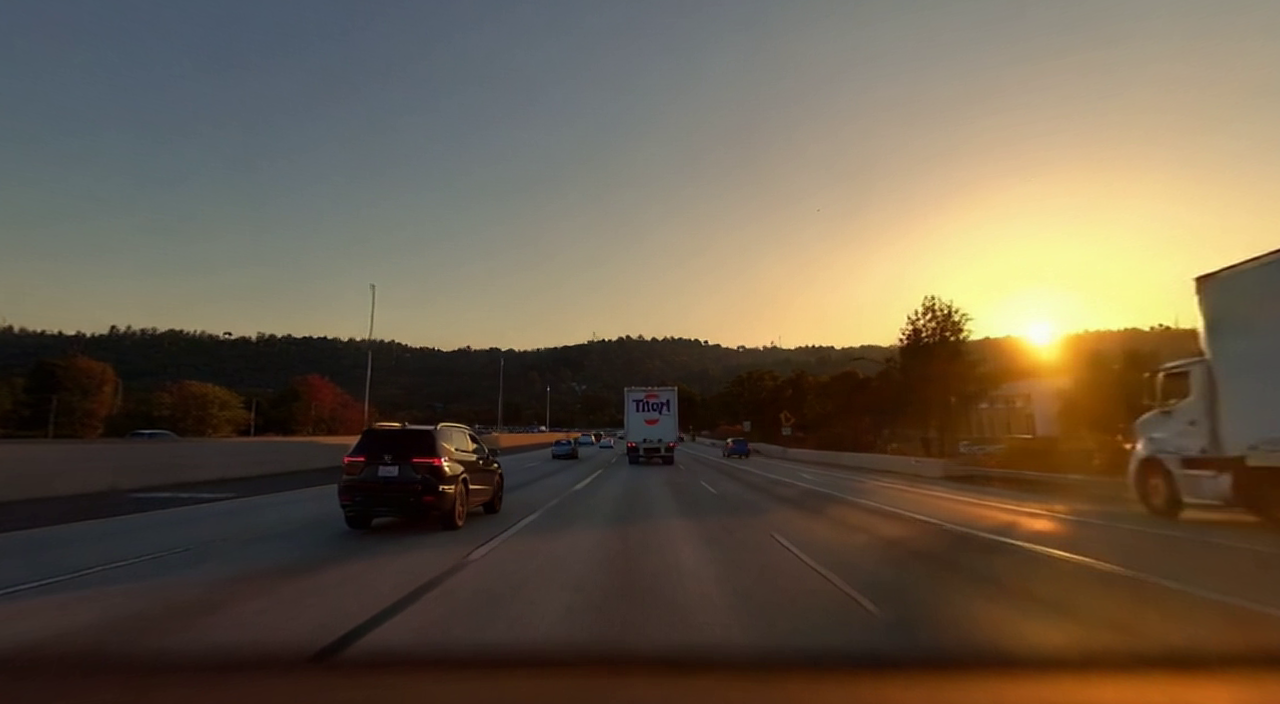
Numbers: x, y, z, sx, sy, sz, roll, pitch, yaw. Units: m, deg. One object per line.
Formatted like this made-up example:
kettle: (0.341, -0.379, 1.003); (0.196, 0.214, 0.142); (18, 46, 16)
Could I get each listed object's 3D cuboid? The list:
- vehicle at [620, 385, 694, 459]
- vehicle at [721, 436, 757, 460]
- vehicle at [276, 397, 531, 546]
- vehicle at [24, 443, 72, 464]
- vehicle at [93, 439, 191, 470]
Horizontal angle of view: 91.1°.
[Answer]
vehicle: (1.549, 4.851, 42.883); (3.657, 4.173, 13.731); (-1, -7, 7)
vehicle: (7.183, 7.049, 46.103); (1.958, 1.681, 4.109); (0, -9, 0)
vehicle: (-3.376, 1.847, 10.321); (2.178, 1.826, 4.933); (0, -9, 1)
vehicle: (-43.016, 7.345, 45.578); (4.441, 1.501, 1.924); (-7, -11, 40)
vehicle: (-28.853, 5.947, 36.573); (1.959, 1.681, 4.487); (0, -9, 1)
